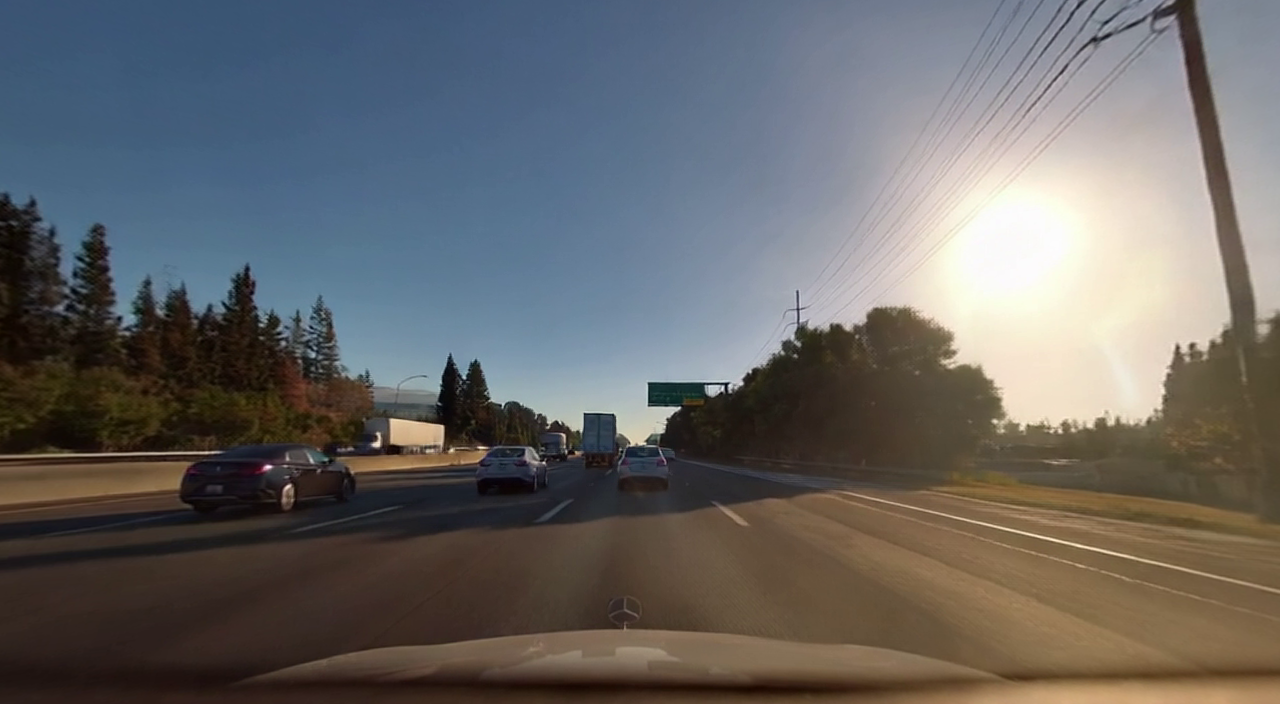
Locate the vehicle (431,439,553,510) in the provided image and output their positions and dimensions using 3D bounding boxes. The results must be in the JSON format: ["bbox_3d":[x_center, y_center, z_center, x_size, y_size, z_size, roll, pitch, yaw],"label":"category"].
[{"bbox_3d":[-3.401,2.897,15.401,1.912,1.464,4.115,0,-9,1],"label":"vehicle"}]

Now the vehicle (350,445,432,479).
[{"bbox_3d":[-11.864,5.257,30.450,2.004,1.457,4.758,0,-9,0],"label":"vehicle"}]

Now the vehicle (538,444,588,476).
[{"bbox_3d":[-3.759,5.316,31.273,2.013,1.437,3.801,0,-9,0],"label":"vehicle"}]

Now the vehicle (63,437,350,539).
[{"bbox_3d":[-7.256,2.289,11.318,1.867,1.445,4.499,0,-9,1],"label":"vehicle"}]

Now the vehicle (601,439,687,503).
[{"bbox_3d":[0.020,3.116,16.999,2.018,1.470,4.491,0,-9,-2],"label":"vehicle"}]
